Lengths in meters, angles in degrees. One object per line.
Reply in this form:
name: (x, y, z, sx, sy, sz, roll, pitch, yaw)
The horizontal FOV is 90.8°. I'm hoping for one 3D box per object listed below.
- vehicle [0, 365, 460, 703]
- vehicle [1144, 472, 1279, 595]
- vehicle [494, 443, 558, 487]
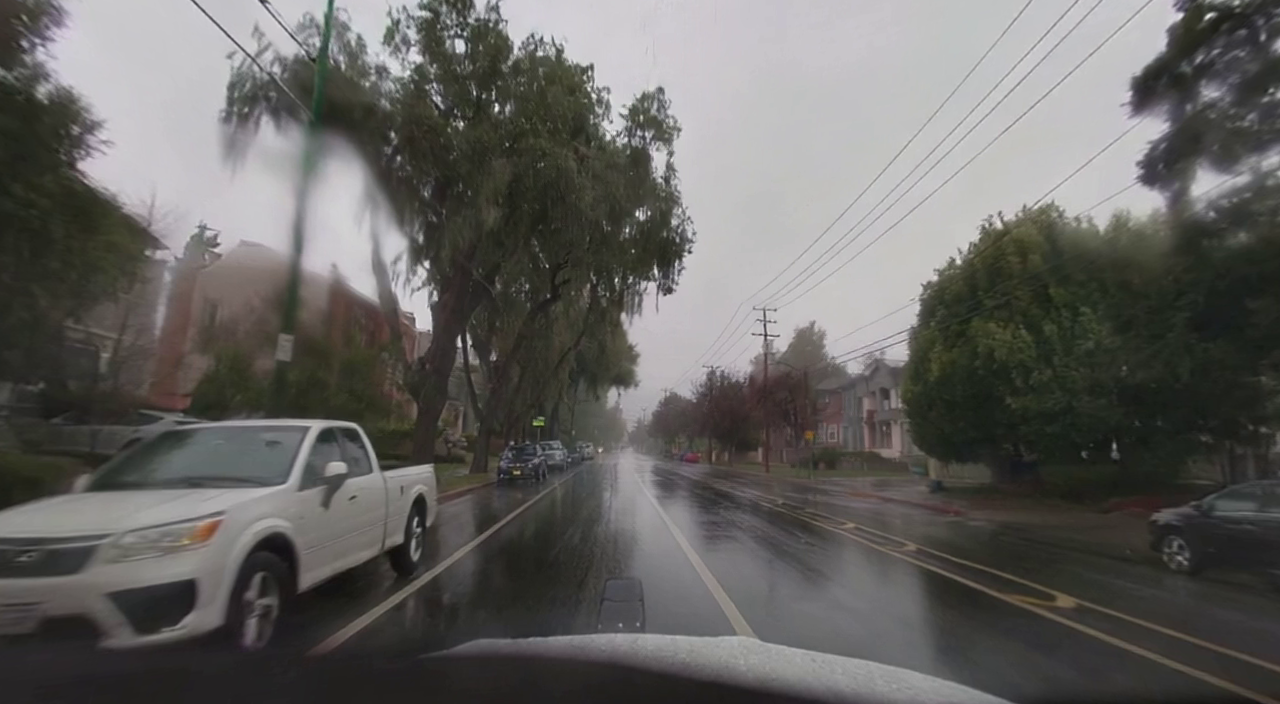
vehicle: (-3.594, 1.414, 6.059, 2.127, 1.901, 5.510, 0, -8, 0)
vehicle: (9.445, 2.549, 8.286, 1.921, 1.523, 4.426, 8, -9, -4)
vehicle: (-4.377, 4.405, 24.945, 1.825, 1.542, 4.715, 1, -8, -2)
